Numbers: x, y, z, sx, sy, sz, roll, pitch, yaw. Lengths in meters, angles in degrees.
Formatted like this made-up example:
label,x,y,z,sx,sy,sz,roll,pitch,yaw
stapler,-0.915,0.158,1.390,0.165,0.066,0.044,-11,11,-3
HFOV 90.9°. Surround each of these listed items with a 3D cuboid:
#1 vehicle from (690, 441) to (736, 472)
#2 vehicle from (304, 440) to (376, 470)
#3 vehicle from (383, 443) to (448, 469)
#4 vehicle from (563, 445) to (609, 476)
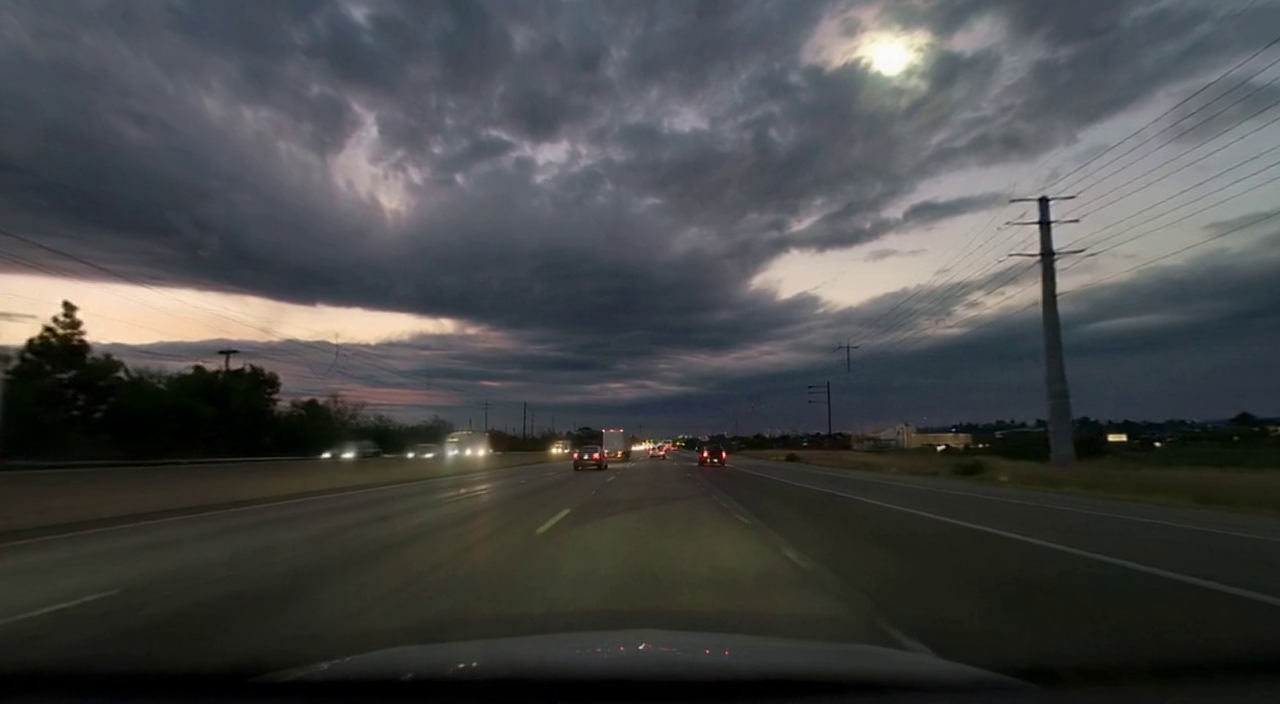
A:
label,x,y,z,sx,sy,sz,roll,pitch,yaw
vehicle,4.463,6.454,39.223,2.214,1.799,4.627,0,-9,0
vehicle,-18.648,6.402,39.422,2.054,1.736,4.714,0,-9,2
vehicle,-14.581,6.784,41.204,2.427,1.537,4.519,0,-9,2
vehicle,-2.825,5.742,33.566,2.004,1.498,4.043,0,-9,1
